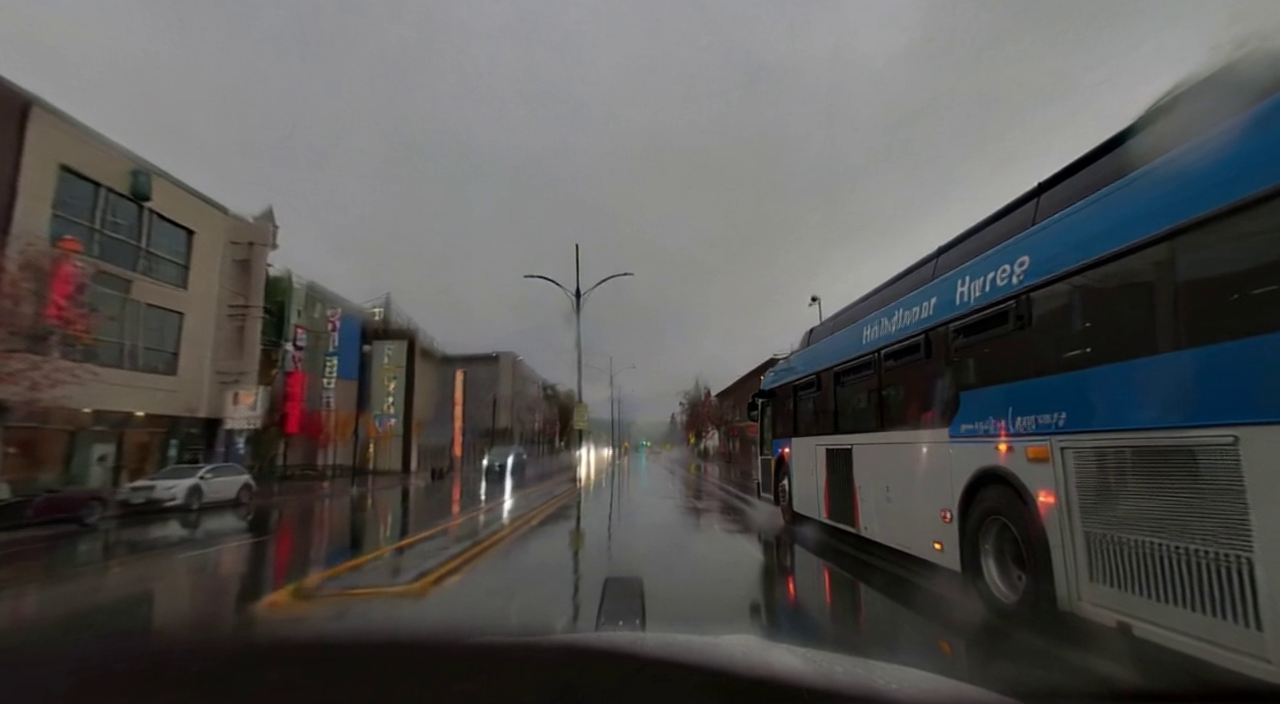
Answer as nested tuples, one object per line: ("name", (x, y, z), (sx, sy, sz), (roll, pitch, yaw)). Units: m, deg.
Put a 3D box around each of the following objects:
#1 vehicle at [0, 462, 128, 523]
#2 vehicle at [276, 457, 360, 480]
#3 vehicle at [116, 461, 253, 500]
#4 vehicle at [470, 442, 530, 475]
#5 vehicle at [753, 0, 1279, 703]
("vehicle", (-18.265, 4.153, 18.878), (4.192, 1.606, 1.922), (0, -8, 0))
("vehicle", (-21.966, 7.963, 43.246), (4.708, 1.488, 1.868), (0, -8, -1))
("vehicle", (-19.507, 5.488, 27.186), (4.409, 1.508, 1.803), (0, -8, -3))
("vehicle", (-8.462, 6.478, 38.870), (2.315, 1.841, 5.648), (0, -8, 1))
("vehicle", (3.980, 0.548, 6.304), (3.194, 3.345, 12.428), (0, -8, -1))
